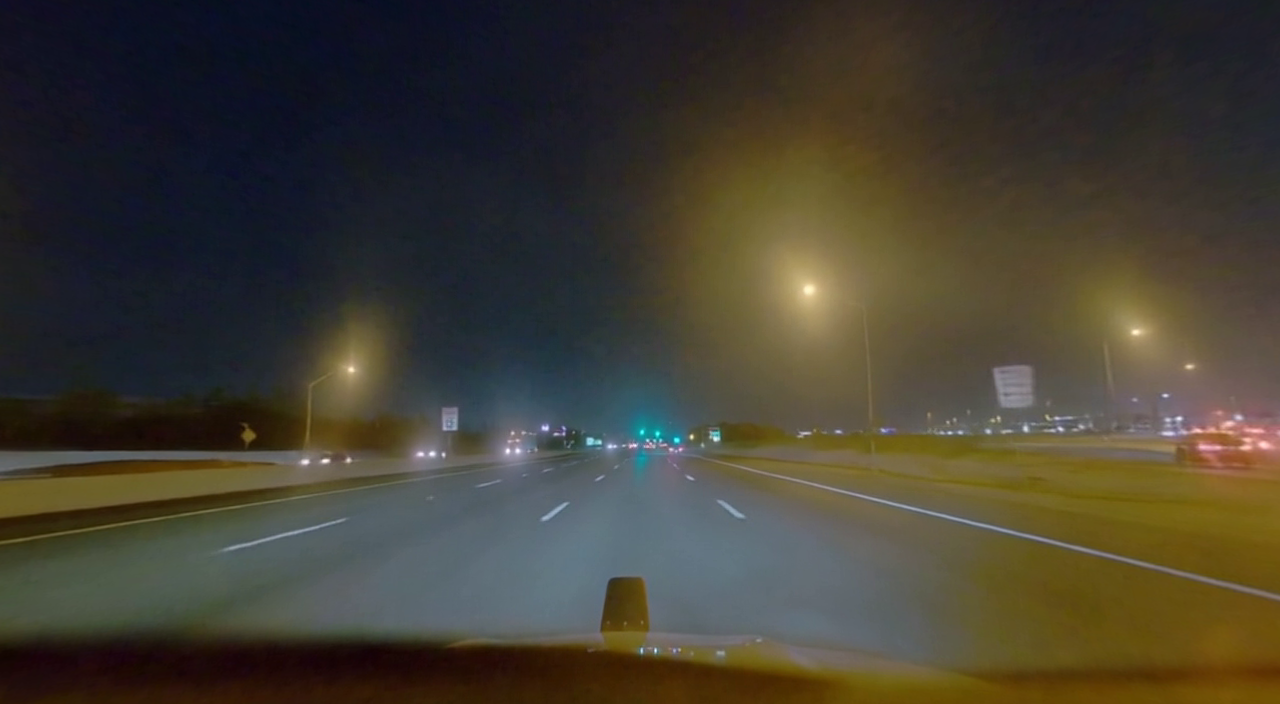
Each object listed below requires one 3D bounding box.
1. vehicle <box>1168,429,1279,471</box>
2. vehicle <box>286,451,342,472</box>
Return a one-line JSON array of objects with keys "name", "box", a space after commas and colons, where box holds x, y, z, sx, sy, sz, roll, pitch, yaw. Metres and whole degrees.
[{"name": "vehicle", "box": [25.355, 4.256, 27.612, 2.039, 1.658, 4.457, -3, -9, 22]}, {"name": "vehicle", "box": [-25.337, 8.508, 49.236, 1.847, 1.467, 4.604, 0, -8, 1]}]
